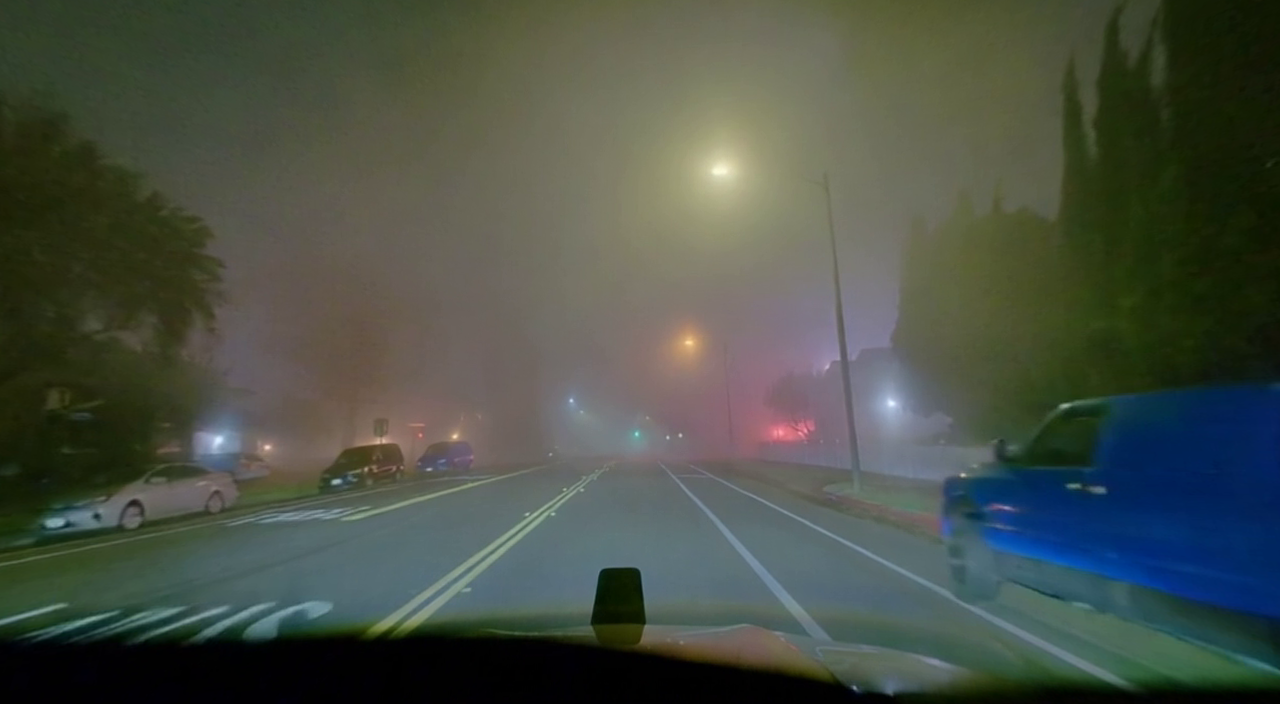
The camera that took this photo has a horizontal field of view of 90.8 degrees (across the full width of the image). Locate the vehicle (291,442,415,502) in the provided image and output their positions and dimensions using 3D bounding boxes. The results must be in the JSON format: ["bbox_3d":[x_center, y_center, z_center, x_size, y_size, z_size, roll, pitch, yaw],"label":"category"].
[{"bbox_3d":[-11.096,4.610,25.044,2.341,1.835,5.570,-3,-7,0],"label":"vehicle"}]

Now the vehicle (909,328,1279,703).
[{"bbox_3d":[3.930,0.980,3.479,2.407,1.926,5.615,0,-8,0],"label":"vehicle"}]

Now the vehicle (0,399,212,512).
[{"bbox_3d":[-17.997,3.374,20.986,2.725,3.122,6.348,-2,-8,5],"label":"vehicle"}]

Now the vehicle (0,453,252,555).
[{"bbox_3d":[-11.253,3.233,14.205,2.186,1.532,4.751,-5,-7,-2],"label":"vehicle"}]

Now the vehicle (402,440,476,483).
[{"bbox_3d":[-11.086,6.022,35.375,2.241,1.944,5.709,-5,-7,0],"label":"vehicle"}]
